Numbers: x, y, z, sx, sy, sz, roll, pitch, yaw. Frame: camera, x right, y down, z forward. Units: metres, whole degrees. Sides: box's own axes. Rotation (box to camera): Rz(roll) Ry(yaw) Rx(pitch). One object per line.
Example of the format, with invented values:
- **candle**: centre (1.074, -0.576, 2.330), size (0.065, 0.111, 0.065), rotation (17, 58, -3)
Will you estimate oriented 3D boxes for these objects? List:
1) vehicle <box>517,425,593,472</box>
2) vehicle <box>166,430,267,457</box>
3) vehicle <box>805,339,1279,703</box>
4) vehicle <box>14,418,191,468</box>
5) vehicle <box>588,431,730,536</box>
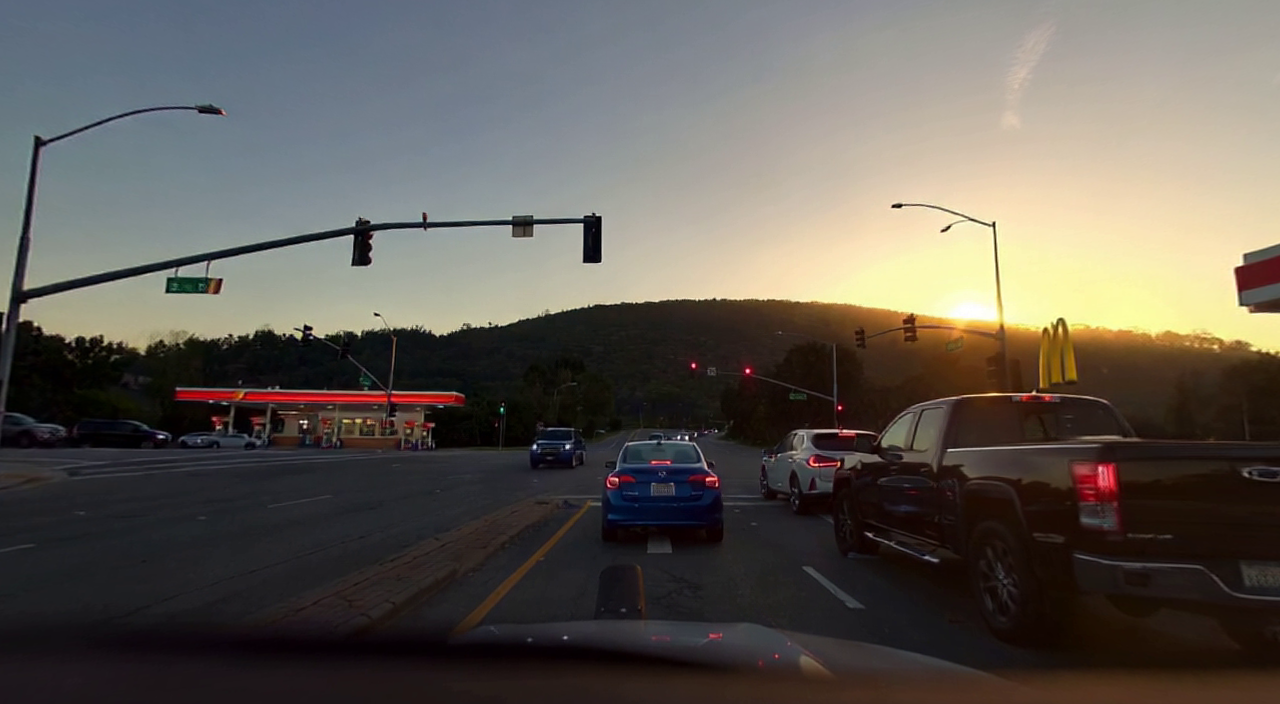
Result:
- **vehicle**: centre (-4.002, 4.720, 31.050), size (2.615, 2.031, 5.638), rotation (0, -8, 4)
- **vehicle**: centre (-23.097, 5.021, 34.487), size (4.326, 1.420, 1.798), rotation (-1, -8, 4)
- **vehicle**: centre (3.551, 1.302, 6.075), size (2.277, 1.871, 6.143), rotation (0, -8, 0)
- **vehicle**: centre (-19.664, 3.357, 23.207), size (4.742, 1.720, 2.107), rotation (-1, -8, 5)
- **vehicle**: centre (0.271, 2.181, 11.053), size (2.027, 1.494, 3.824), rotation (0, -8, 0)
